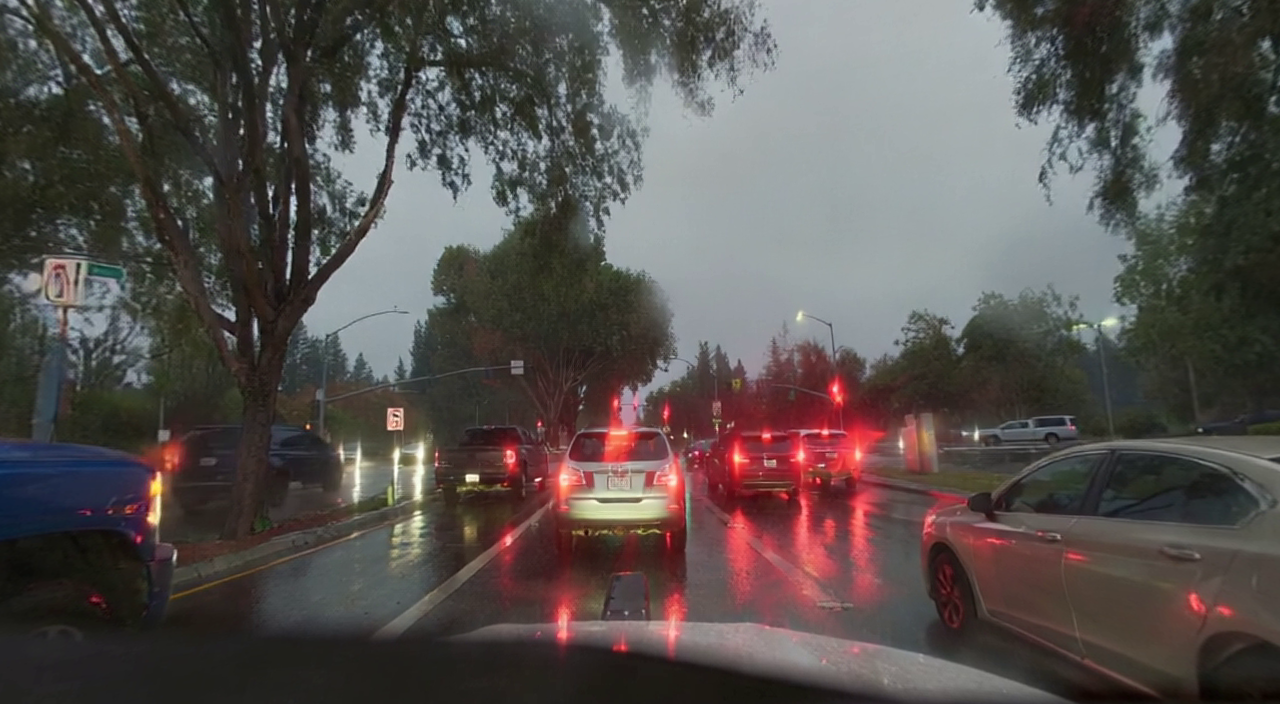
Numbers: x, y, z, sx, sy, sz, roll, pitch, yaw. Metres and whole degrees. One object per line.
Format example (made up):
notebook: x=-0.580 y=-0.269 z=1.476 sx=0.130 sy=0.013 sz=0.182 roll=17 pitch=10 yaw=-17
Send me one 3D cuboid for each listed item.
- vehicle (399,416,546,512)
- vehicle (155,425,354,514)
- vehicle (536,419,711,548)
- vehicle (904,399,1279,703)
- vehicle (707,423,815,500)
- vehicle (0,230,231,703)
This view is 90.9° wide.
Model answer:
vehicle: x=-3.632 y=2.525 z=14.666 sx=2.089 sy=1.857 sz=4.488 roll=0 pitch=-8 yaw=1
vehicle: x=-8.390 y=2.574 z=14.375 sx=2.122 sy=1.653 sz=4.807 roll=1 pitch=-9 yaw=-9
vehicle: x=-0.222 y=1.939 z=9.874 sx=2.194 sy=1.607 sz=3.690 roll=0 pitch=-8 yaw=0
vehicle: x=3.018 y=0.968 z=2.525 sx=1.874 sy=1.477 sz=4.698 roll=0 pitch=-8 yaw=0
vehicle: x=3.170 y=2.992 z=17.614 sx=2.102 sy=1.841 sz=4.587 roll=0 pitch=-8 yaw=0
vehicle: x=-3.475 y=0.349 z=0.301 sx=2.656 sy=2.021 sz=5.800 roll=0 pitch=-8 yaw=0
